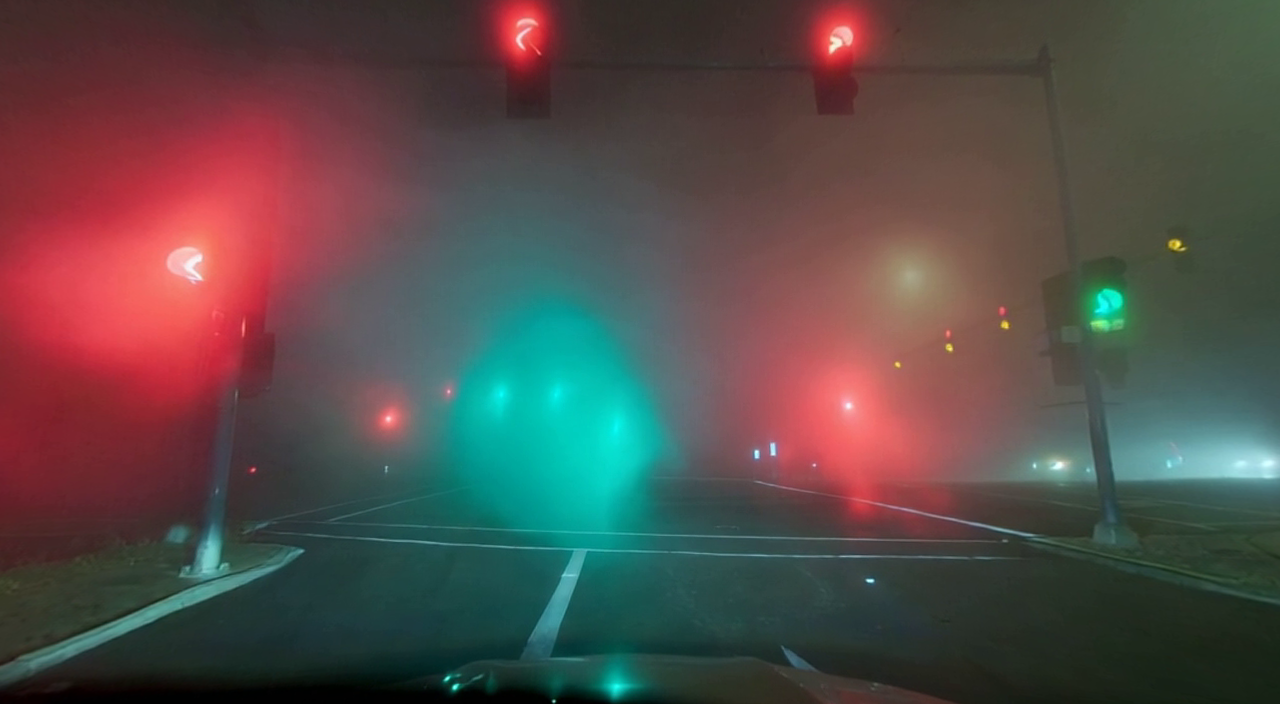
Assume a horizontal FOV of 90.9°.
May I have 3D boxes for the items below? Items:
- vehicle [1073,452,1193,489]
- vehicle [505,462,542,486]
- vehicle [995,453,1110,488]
[{"bbox_3d":[22.702,5.456,29.098,3.998,1.590,1.936,1,-11,-6],"label":"vehicle"},{"bbox_3d":[-8.965,9.411,48.720,2.045,1.608,3.709,0,-8,2],"label":"vehicle"},{"bbox_3d":[21.202,6.130,32.509,4.455,1.647,2.124,1,-12,-6],"label":"vehicle"}]
